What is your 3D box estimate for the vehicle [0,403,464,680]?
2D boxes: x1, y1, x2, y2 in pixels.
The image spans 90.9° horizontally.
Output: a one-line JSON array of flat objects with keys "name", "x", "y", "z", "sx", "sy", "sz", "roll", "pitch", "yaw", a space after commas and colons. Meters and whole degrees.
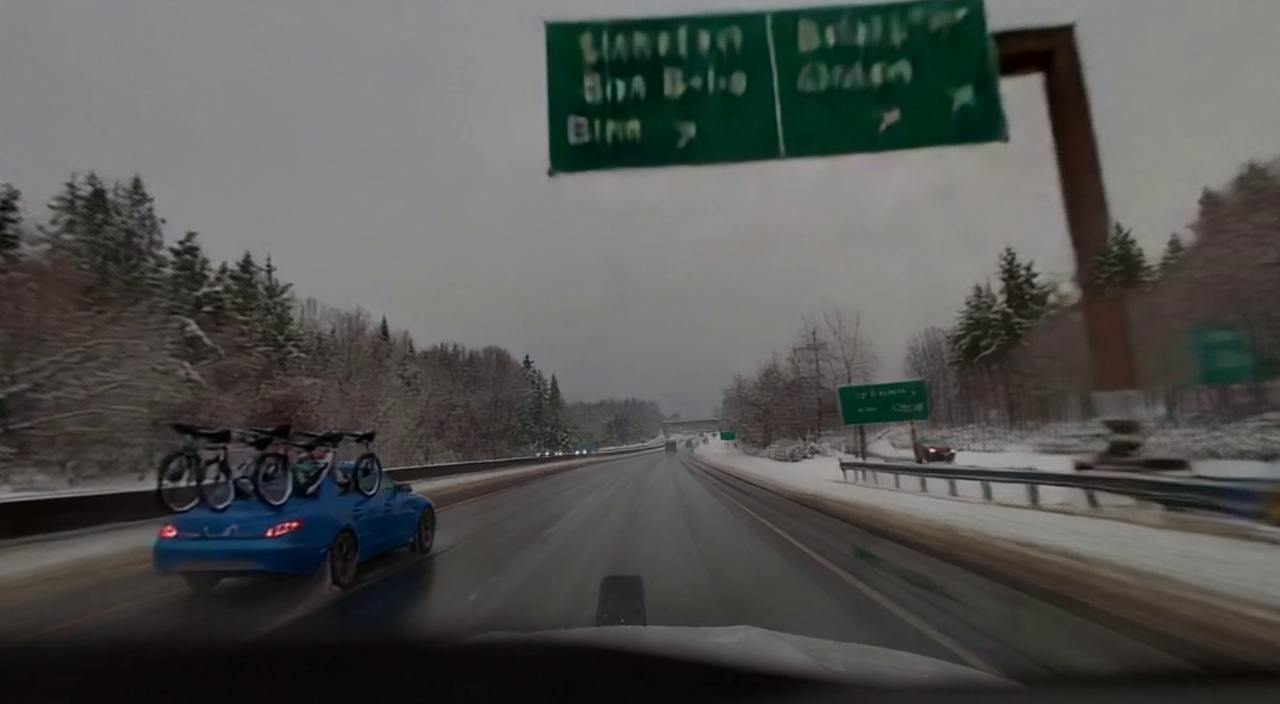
[{"name": "vehicle", "x": -3.312, "y": 1.411, "z": 5.816, "sx": 2.108, "sy": 1.557, "sz": 4.344, "roll": 0, "pitch": -9, "yaw": 0}]
